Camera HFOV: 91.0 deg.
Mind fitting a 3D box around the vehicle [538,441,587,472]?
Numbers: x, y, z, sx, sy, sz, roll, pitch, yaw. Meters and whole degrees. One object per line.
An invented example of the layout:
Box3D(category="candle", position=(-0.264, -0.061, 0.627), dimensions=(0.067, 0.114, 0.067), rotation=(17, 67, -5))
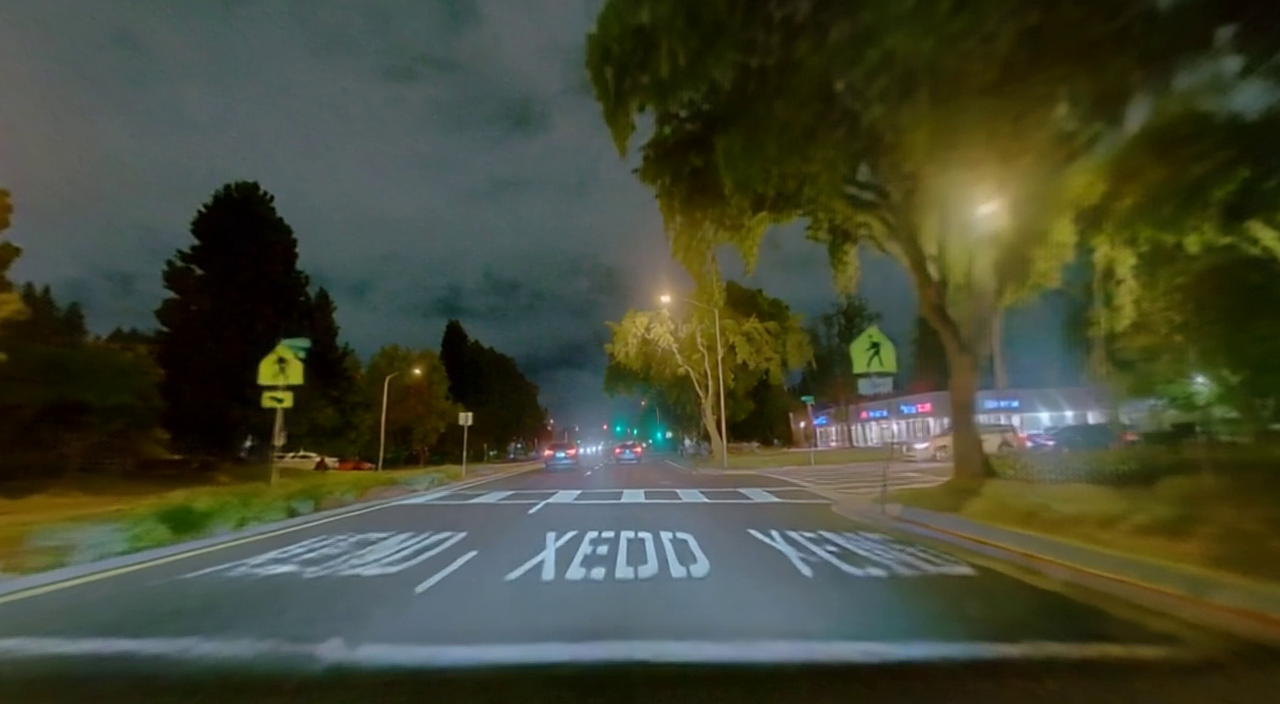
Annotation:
Box3D(category="vehicle", position=(-3.964, 5.454, 33.101), dimensions=(2.083, 1.460, 4.527), rotation=(0, -8, -1))

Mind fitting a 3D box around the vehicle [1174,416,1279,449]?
Box3D(category="vehicle", position=(28.203, 3.836, 29.685), dimensions=(4.444, 1.482, 1.883), rotation=(1, -9, -6))

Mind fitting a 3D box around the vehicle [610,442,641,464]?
Box3D(category="vehicle", position=(-1.026, 7.455, 46.602), dimensions=(2.187, 1.478, 4.138), rotation=(0, -8, -1))

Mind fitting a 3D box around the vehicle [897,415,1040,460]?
Box3D(category="vehicle", position=(15.111, 3.991, 29.235), dimensions=(5.230, 2.007, 2.410), rotation=(0, -8, 1))

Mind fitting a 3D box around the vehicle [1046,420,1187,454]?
Box3D(category="vehicle", position=(22.258, 4.011, 29.525), dimensions=(5.025, 1.532, 1.958), rotation=(0, -8, -1))
